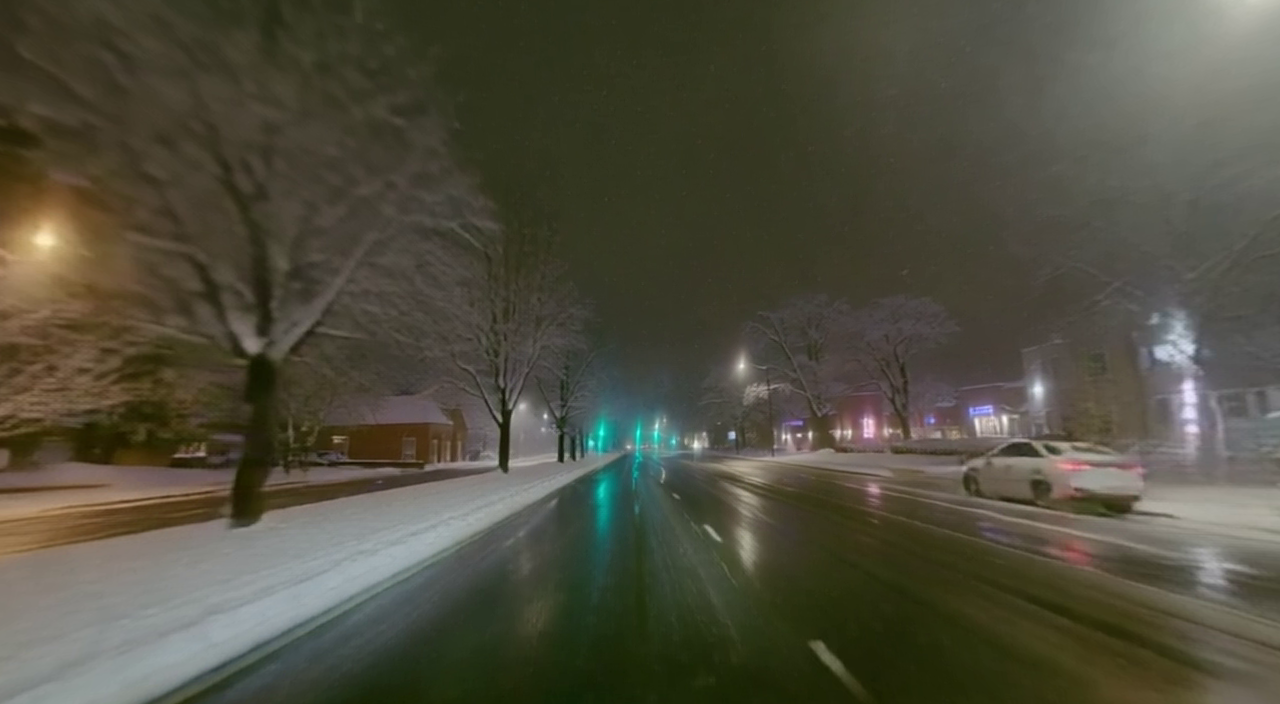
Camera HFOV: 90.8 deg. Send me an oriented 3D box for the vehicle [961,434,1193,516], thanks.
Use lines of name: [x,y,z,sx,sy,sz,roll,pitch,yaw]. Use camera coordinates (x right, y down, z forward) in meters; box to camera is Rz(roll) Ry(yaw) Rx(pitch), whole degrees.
vehicle: [9.613,2.735,14.494,1.981,1.557,4.456,0,-9,-2]
